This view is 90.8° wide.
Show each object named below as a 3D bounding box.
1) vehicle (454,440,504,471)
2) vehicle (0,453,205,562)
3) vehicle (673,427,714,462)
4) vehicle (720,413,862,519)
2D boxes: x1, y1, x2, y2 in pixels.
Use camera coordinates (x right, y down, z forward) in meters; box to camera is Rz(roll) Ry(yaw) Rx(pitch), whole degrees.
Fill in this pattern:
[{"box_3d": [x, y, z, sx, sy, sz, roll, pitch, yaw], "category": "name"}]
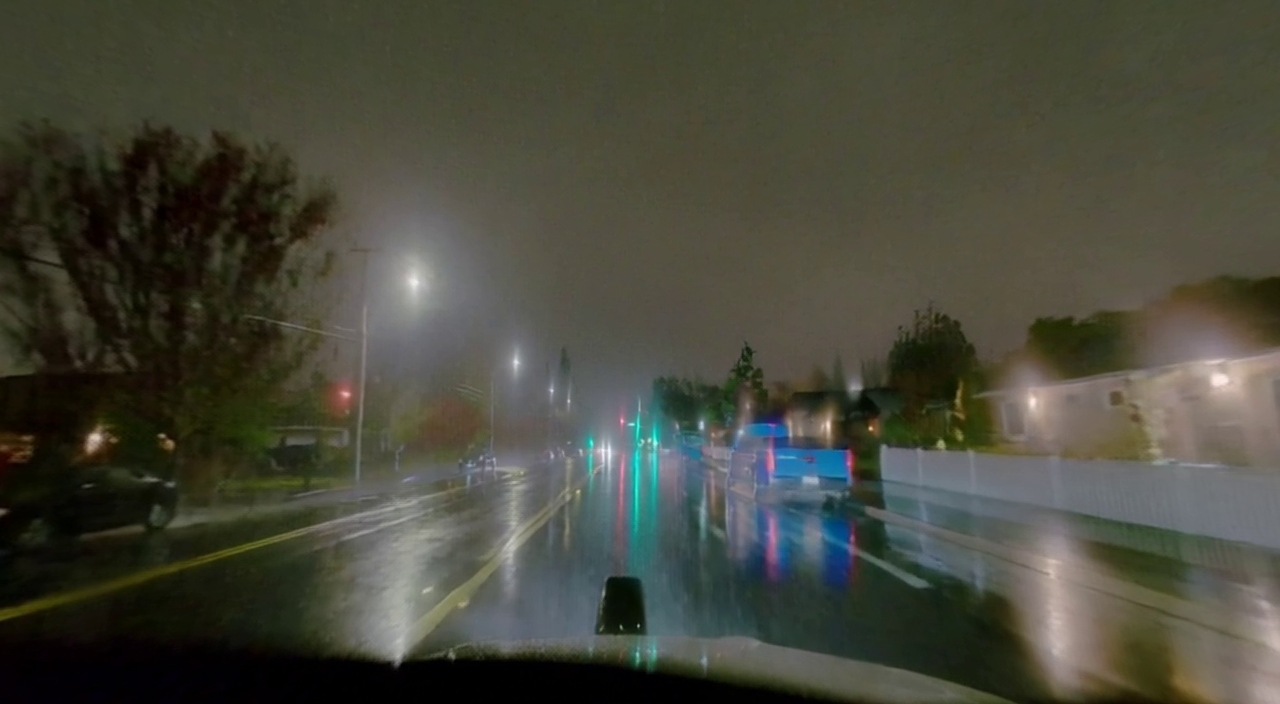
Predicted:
[{"box_3d": [-11.235, 7.245, 44.463, 2.301, 1.855, 4.983, -4, -8, -1], "category": "vehicle"}, {"box_3d": [-10.792, 2.797, 11.866, 2.049, 1.527, 4.677, -4, -8, -1], "category": "vehicle"}, {"box_3d": [3.933, 6.947, 47.474, 2.459, 2.452, 5.731, 0, -8, -1], "category": "vehicle"}, {"box_3d": [3.733, 2.949, 17.032, 2.504, 2.114, 6.073, 5, -8, 3], "category": "vehicle"}]
